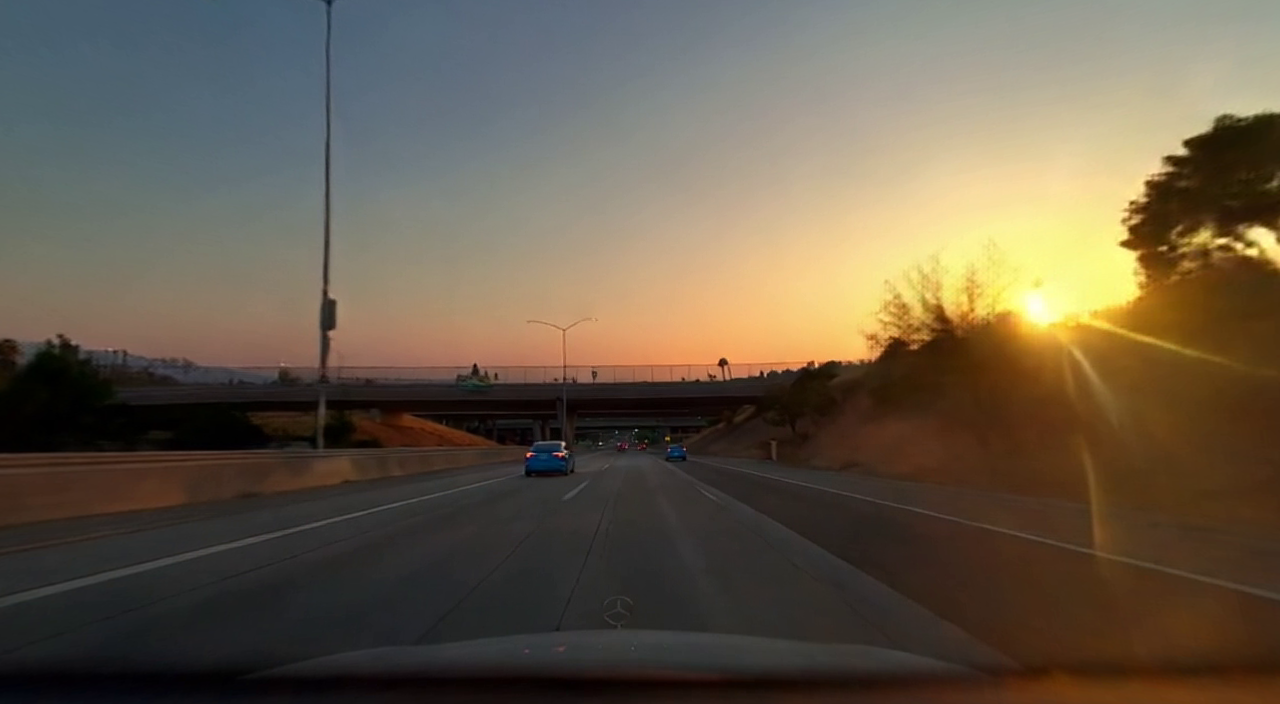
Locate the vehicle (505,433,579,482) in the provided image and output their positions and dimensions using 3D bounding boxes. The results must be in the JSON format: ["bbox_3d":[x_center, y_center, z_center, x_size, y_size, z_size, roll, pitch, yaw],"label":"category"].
[{"bbox_3d":[-3.837,4.261,25.778,2.205,1.773,5.124,0,-9,0],"label":"vehicle"}]
